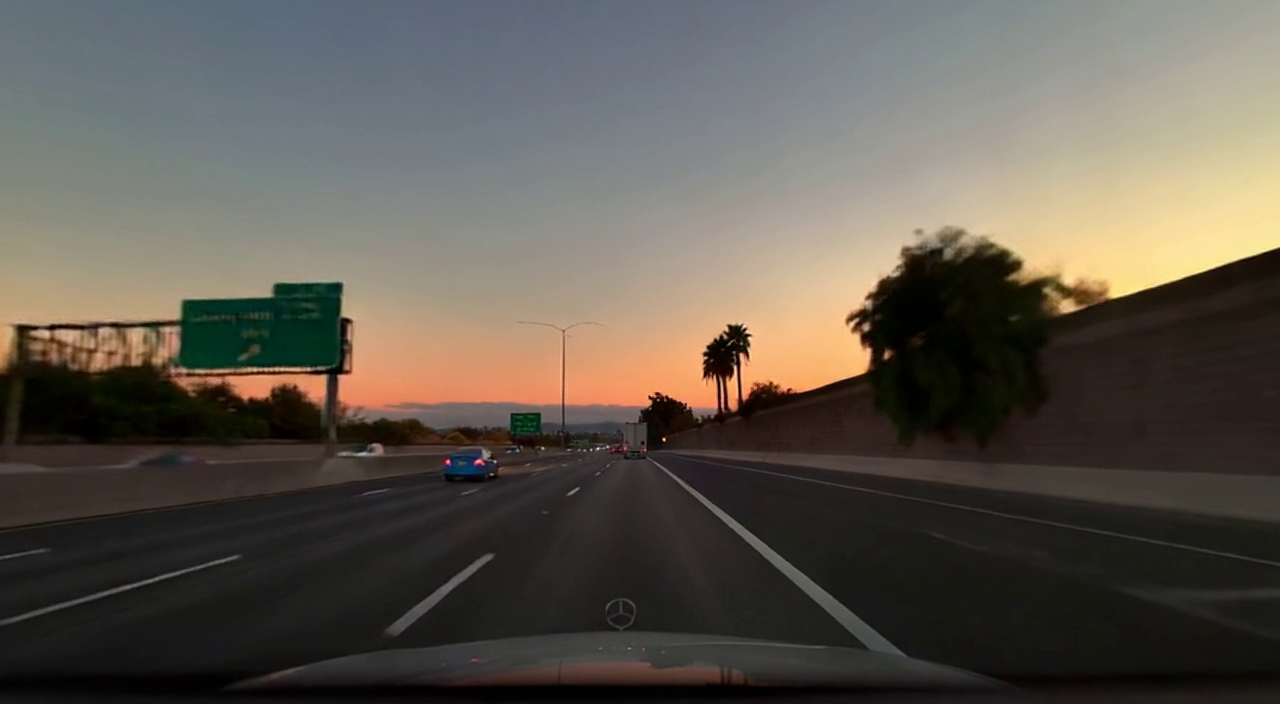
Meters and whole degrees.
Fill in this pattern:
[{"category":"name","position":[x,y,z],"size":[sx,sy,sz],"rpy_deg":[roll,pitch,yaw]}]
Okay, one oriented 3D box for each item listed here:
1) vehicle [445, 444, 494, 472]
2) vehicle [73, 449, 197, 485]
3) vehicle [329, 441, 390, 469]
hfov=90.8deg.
[{"category":"vehicle","position":[-10.648,6.616,39.758],"size":[1.897,1.653,4.113],"rpy_deg":[0,-9,0]},{"category":"vehicle","position":[-22.725,5.151,28.685],"size":[1.897,1.484,4.535],"rpy_deg":[0,-9,-1]},{"category":"vehicle","position":[-19.971,7.356,45.232],"size":[2.083,1.844,4.974],"rpy_deg":[0,-9,0]}]
